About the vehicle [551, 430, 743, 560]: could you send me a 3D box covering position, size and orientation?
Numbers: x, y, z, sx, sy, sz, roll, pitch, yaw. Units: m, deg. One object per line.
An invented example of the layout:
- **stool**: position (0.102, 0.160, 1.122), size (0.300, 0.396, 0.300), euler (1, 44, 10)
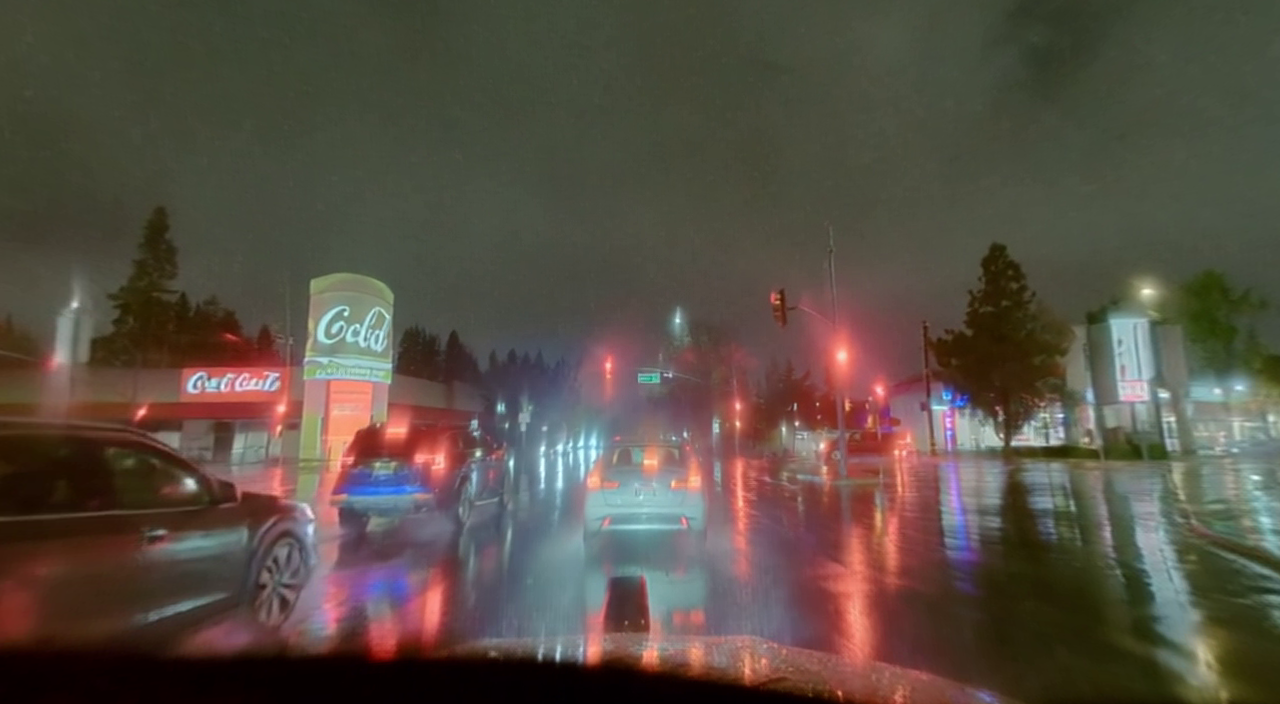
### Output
- **vehicle**: position (0.166, 1.972, 9.461), size (2.258, 1.507, 3.896), euler (-1, -8, 3)

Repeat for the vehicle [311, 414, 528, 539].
- **vehicle**: position (-3.440, 2.042, 10.891), size (2.009, 1.704, 4.230), euler (-1, -8, 3)

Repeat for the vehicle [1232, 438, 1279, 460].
- **vehicle**: position (43.608, 6.633, 42.965), size (4.582, 1.442, 1.860), euler (0, -8, -2)

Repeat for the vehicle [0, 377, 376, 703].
- **vehicle**: position (-3.328, 0.994, 3.197), size (2.029, 1.517, 4.375), euler (0, -8, 1)

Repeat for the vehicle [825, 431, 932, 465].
- **vehicle**: position (12.959, 5.248, 34.525), size (5.032, 1.762, 1.982), euler (0, -8, 0)
